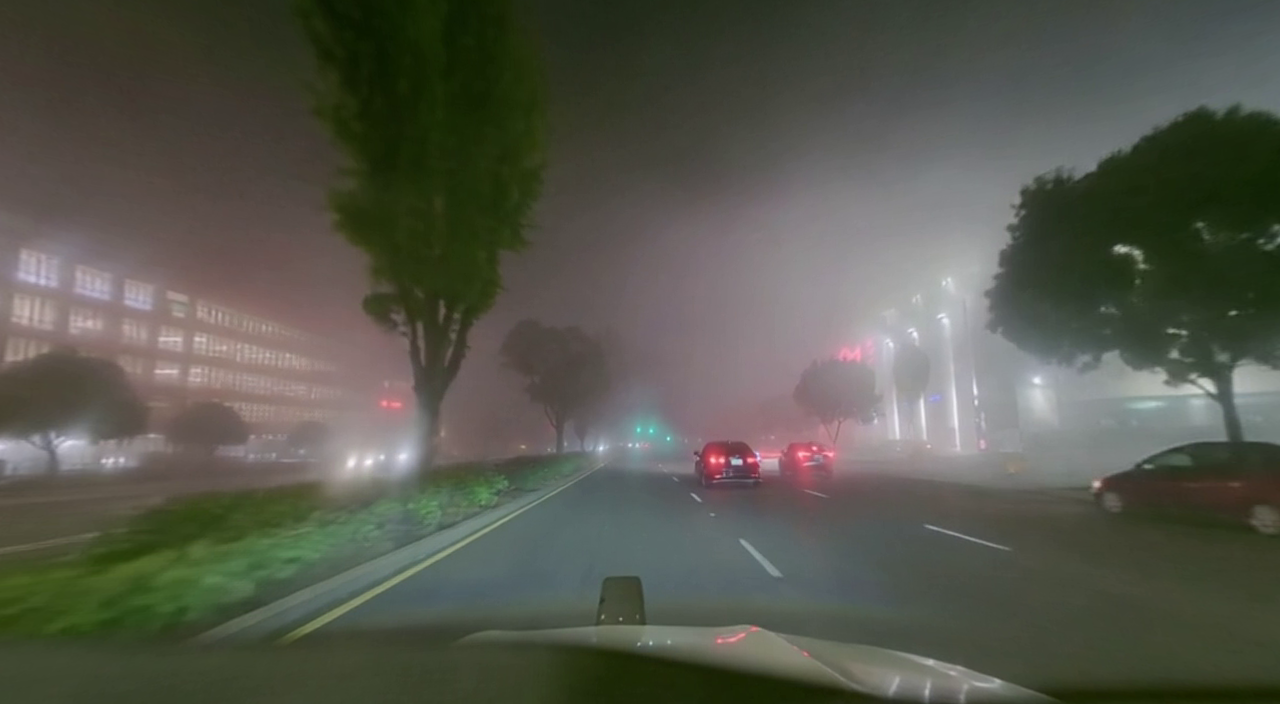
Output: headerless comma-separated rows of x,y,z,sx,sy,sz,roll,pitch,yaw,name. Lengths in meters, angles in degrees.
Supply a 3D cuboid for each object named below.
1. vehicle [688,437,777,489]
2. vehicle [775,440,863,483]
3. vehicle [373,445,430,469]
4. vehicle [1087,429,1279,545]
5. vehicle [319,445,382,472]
2.876,3.576,20.747,2.131,1.491,4.496,0,-8,-2,vehicle
6.504,4.019,23.488,1.912,1.411,4.380,0,-8,-1,vehicle
-16.612,7.302,44.247,2.031,1.607,4.759,0,-8,1,vehicle
9.800,2.044,9.904,1.952,1.574,5.052,0,-8,1,vehicle
-19.646,7.203,43.122,2.071,1.743,4.749,0,-8,0,vehicle
